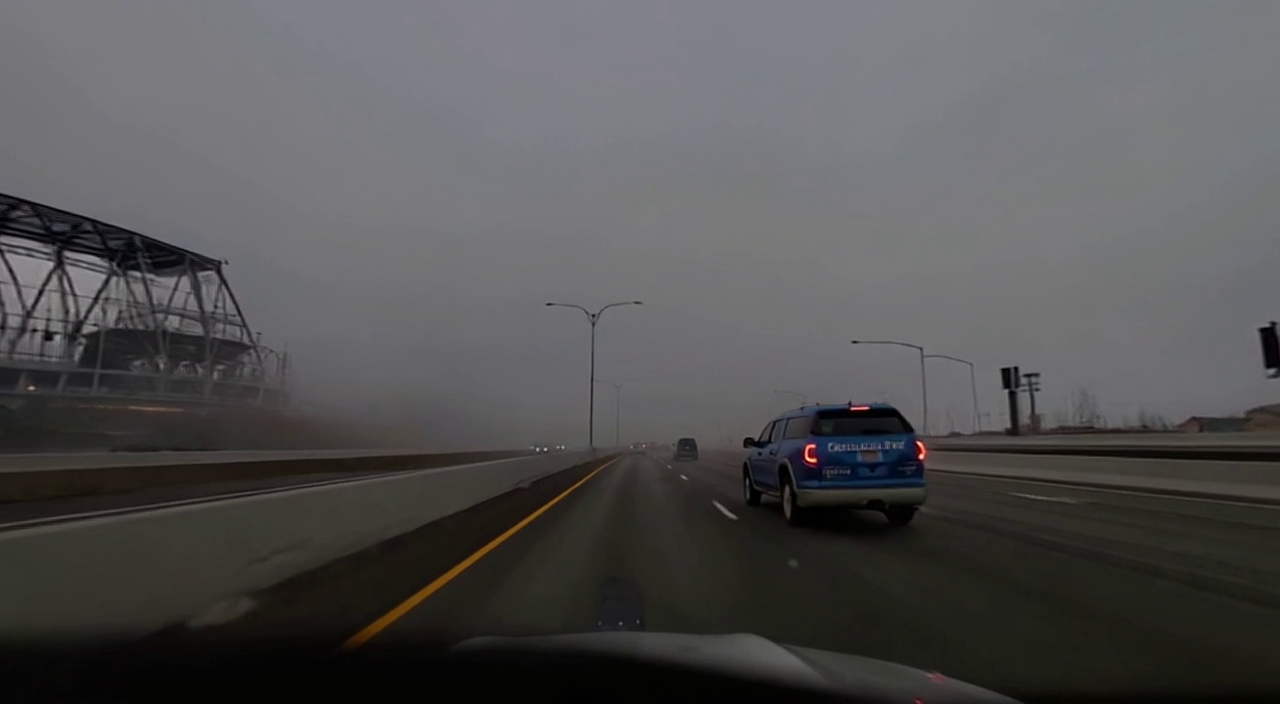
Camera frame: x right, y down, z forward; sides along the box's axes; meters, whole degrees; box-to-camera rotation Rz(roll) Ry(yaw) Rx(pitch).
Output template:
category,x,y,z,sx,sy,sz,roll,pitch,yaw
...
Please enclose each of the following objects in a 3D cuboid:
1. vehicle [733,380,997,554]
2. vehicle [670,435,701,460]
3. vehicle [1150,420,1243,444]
category,x,y,z,sx,sy,sz,roll,pitch,yaw
vehicle,3.006,1.699,9.938,2.199,2.002,4.970,0,-8,-1
vehicle,3.302,7.010,46.404,1.973,1.774,4.092,0,-8,0
vehicle,41.227,6.009,47.015,2.086,1.693,5.339,0,-8,0
